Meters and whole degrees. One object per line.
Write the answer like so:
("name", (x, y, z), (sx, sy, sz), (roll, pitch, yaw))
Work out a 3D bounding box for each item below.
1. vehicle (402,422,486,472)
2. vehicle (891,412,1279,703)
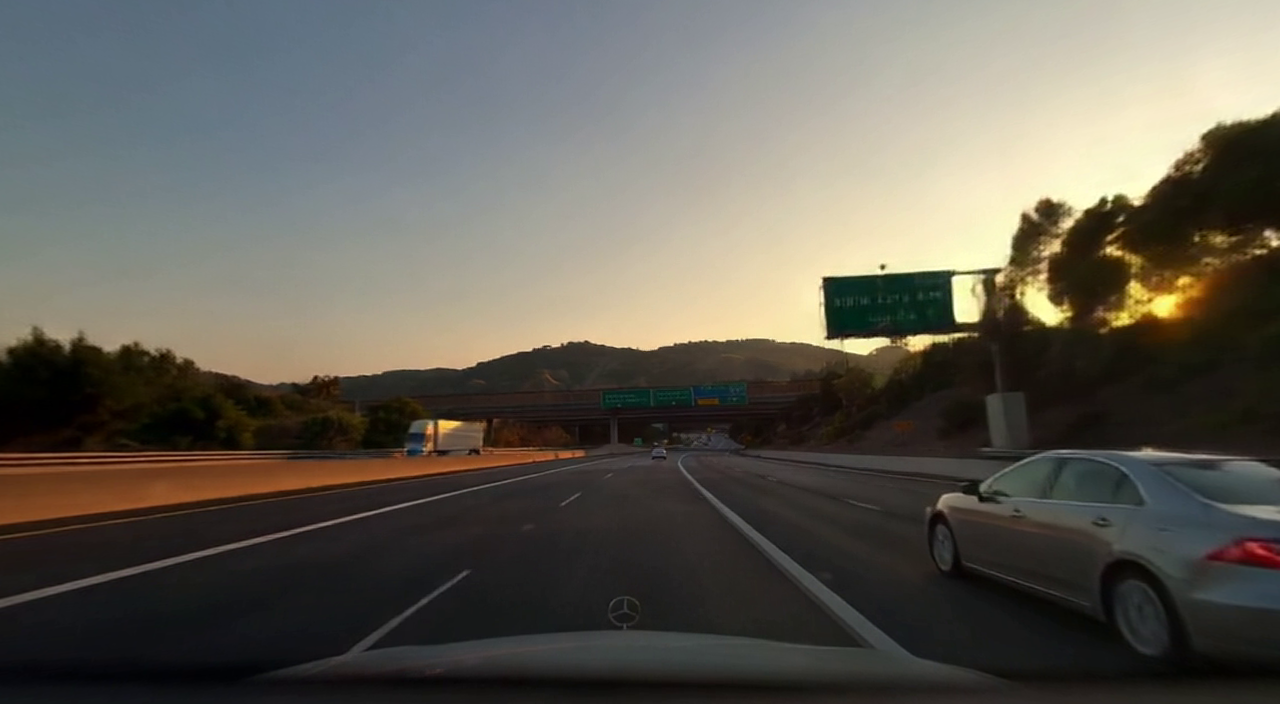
("vehicle", (-13.173, 6.576, 43.312), (2.843, 2.970, 8.404), (-3, -9, 2))
("vehicle", (3.734, 1.277, 4.492), (1.999, 1.492, 4.673), (0, -8, 0))
